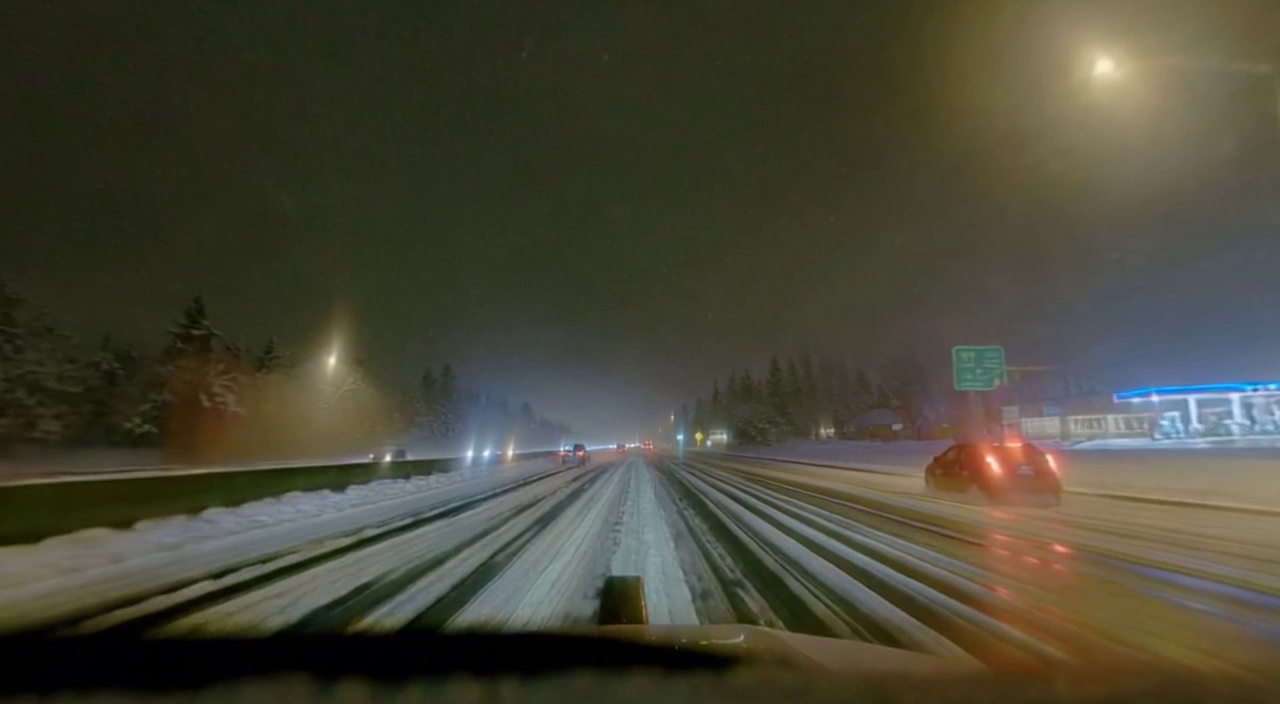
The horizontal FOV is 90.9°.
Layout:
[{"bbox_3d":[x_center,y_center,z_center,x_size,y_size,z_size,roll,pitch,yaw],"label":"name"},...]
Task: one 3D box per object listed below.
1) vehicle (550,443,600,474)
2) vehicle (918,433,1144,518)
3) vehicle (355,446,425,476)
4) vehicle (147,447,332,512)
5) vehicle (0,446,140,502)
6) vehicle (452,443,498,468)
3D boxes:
[{"bbox_3d":[-3.324,5.538,32.968,2.114,1.510,4.186,-1,-9,1],"label":"vehicle"},{"bbox_3d":[7.981,2.557,13.620,1.909,1.467,4.940,-1,-9,3],"label":"vehicle"},{"bbox_3d":[-14.409,6.274,36.692,2.211,1.607,4.458,-1,-9,1],"label":"vehicle"},{"bbox_3d":[-10.364,3.298,16.836,2.045,1.466,4.316,-1,-9,1],"label":"vehicle"},{"bbox_3d":[-21.776,4.496,23.686,2.037,1.852,4.731,0,-9,0],"label":"vehicle"},{"bbox_3d":[-11.174,7.050,43.050,1.898,1.610,4.423,-1,-9,1],"label":"vehicle"}]
